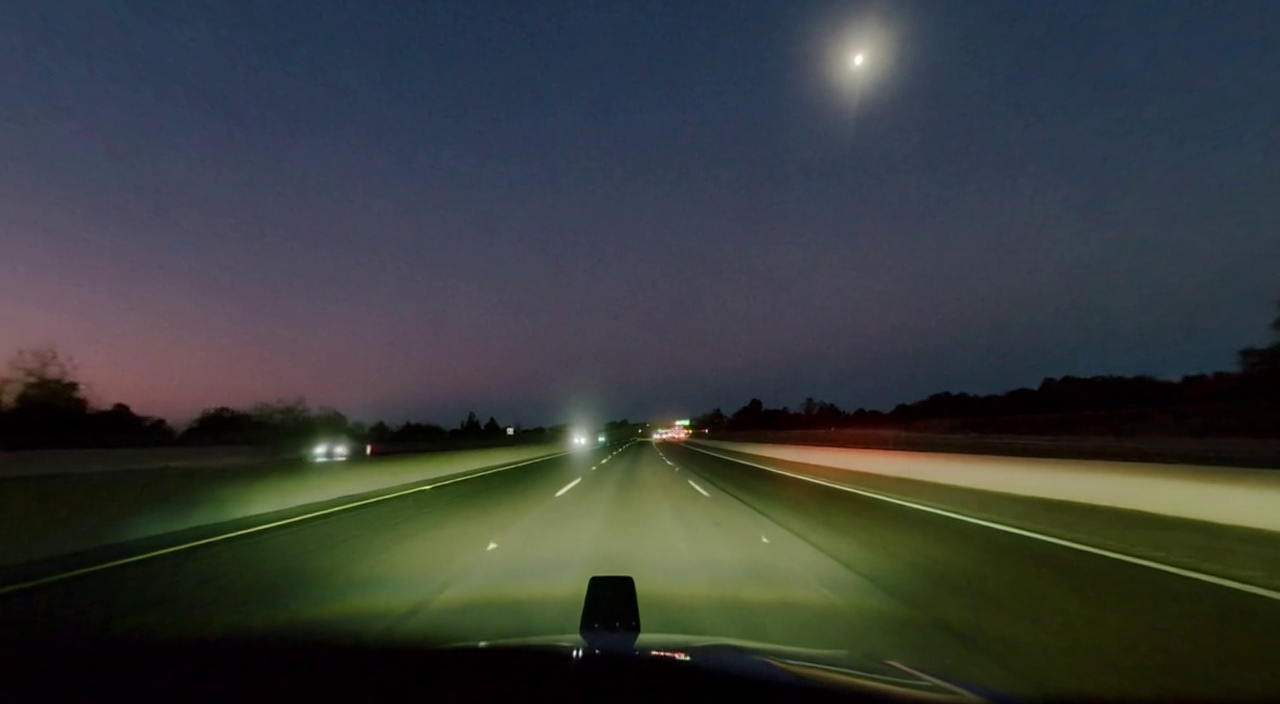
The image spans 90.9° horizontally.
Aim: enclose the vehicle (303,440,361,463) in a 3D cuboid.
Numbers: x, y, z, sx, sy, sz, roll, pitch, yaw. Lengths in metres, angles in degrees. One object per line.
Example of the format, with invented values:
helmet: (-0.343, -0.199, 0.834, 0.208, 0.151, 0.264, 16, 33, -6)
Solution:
vehicle: (-23.289, 7.520, 47.883, 2.234, 1.621, 4.333, 0, -8, -1)
